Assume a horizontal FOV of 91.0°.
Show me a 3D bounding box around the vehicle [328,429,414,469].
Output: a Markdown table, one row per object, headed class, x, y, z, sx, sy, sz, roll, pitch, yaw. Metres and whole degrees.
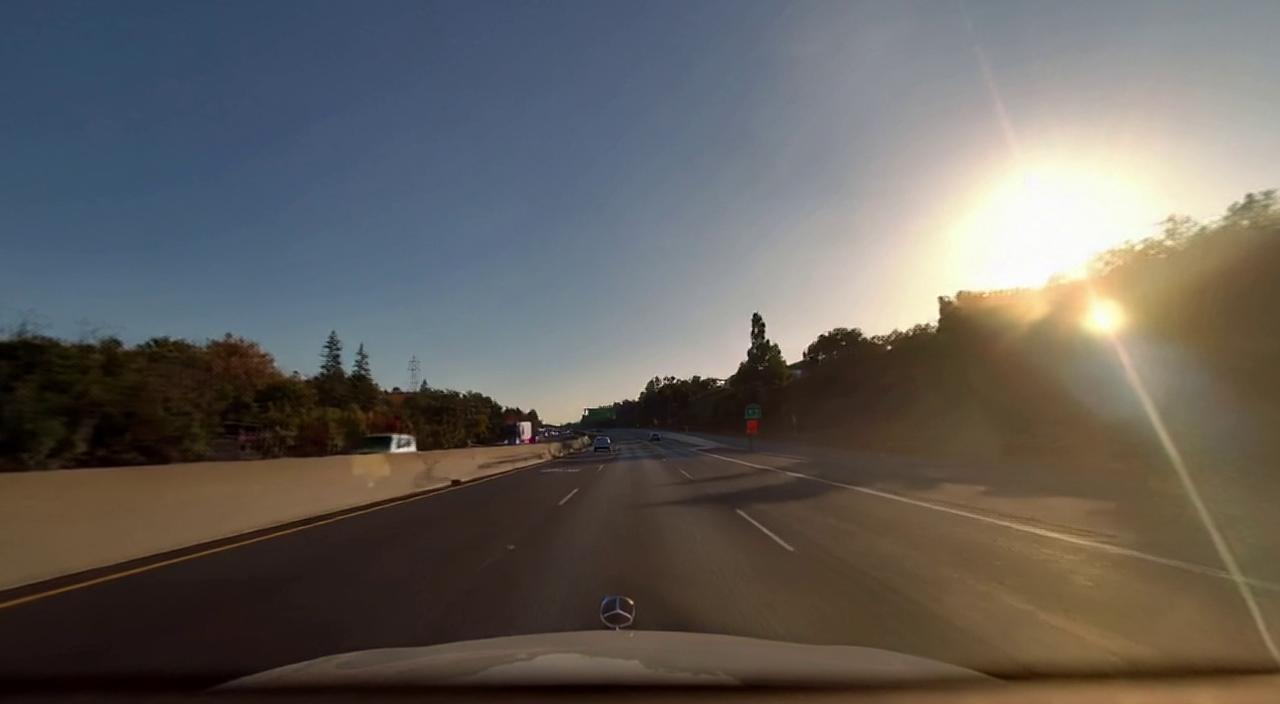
| class | x | y | z | sx | sy | sz | roll | pitch | yaw |
| --- | --- | --- | --- | --- | --- | --- | --- | --- | --- |
| vehicle | -12.864 | 4.687 | 30.482 | 2.078 | 1.746 | 4.785 | 0 | -8 | -1 |
